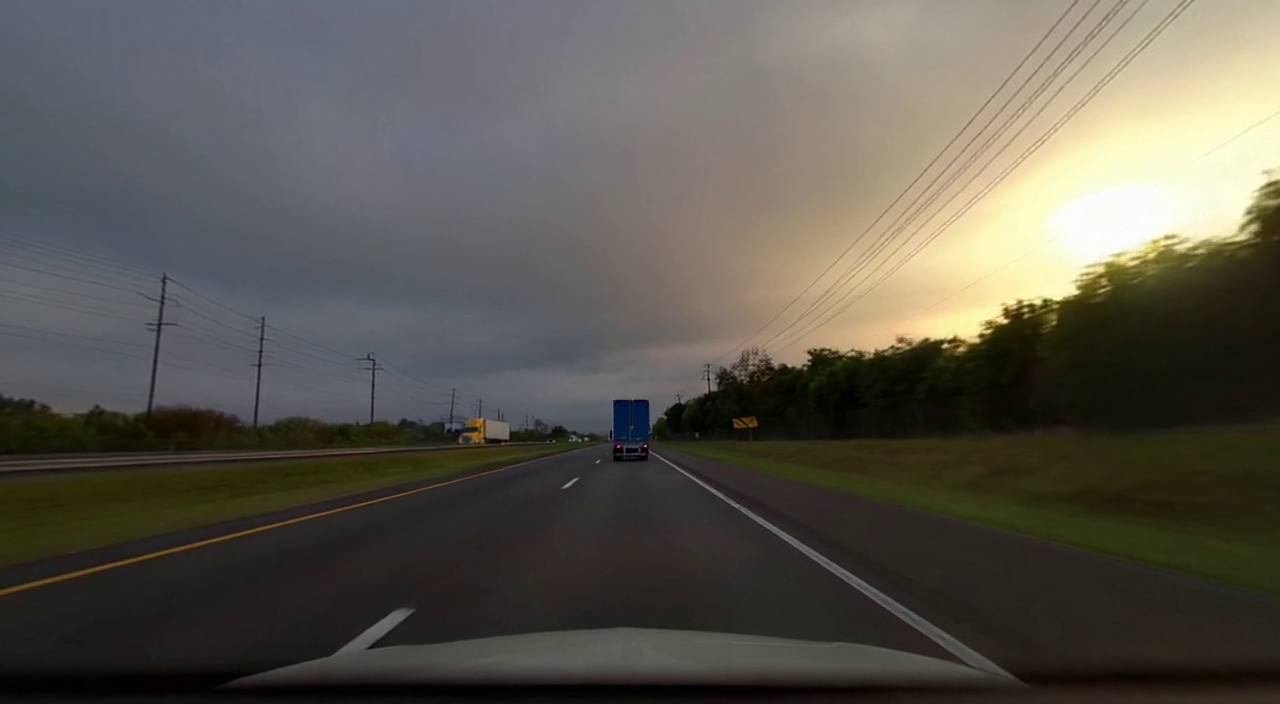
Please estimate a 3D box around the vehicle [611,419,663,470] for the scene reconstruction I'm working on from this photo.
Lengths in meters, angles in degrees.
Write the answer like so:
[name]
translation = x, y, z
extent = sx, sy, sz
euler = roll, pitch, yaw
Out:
[vehicle]
translation = -0.210, 4.268, 29.128
extent = 2.240, 2.129, 4.480
euler = 0, -8, -2
